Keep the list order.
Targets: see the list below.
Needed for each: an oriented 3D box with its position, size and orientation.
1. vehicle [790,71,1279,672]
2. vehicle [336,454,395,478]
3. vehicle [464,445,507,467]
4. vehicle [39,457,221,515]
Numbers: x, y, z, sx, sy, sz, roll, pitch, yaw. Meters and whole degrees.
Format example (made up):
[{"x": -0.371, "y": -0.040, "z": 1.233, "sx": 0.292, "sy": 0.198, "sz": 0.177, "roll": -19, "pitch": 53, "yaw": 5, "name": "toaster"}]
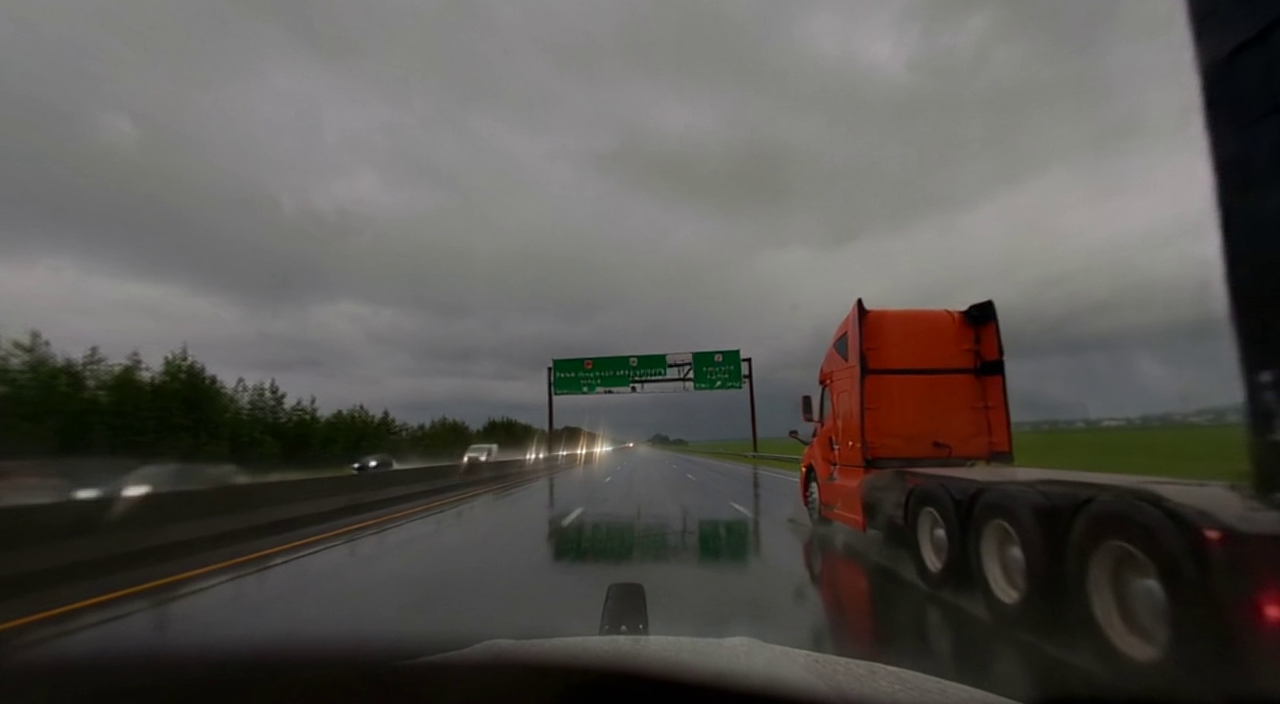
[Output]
[{"x": 3.997, "y": 0.448, "z": 7.069, "sx": 3.051, "sy": 3.968, "sz": 5.943, "roll": 0, "pitch": -9, "yaw": 0, "name": "vehicle"}, {"x": -18.907, "y": 7.846, "z": 43.609, "sx": 1.930, "sy": 1.500, "sz": 4.688, "roll": 0, "pitch": -9, "yaw": 0, "name": "vehicle"}, {"x": -11.492, "y": 7.787, "z": 47.170, "sx": 1.992, "sy": 1.576, "sz": 4.708, "roll": 0, "pitch": -9, "yaw": 0, "name": "vehicle"}, {"x": -14.515, "y": 3.803, "z": 18.313, "sx": 1.758, "sy": 1.410, "sz": 4.175, "roll": 0, "pitch": -9, "yaw": 0, "name": "vehicle"}]
